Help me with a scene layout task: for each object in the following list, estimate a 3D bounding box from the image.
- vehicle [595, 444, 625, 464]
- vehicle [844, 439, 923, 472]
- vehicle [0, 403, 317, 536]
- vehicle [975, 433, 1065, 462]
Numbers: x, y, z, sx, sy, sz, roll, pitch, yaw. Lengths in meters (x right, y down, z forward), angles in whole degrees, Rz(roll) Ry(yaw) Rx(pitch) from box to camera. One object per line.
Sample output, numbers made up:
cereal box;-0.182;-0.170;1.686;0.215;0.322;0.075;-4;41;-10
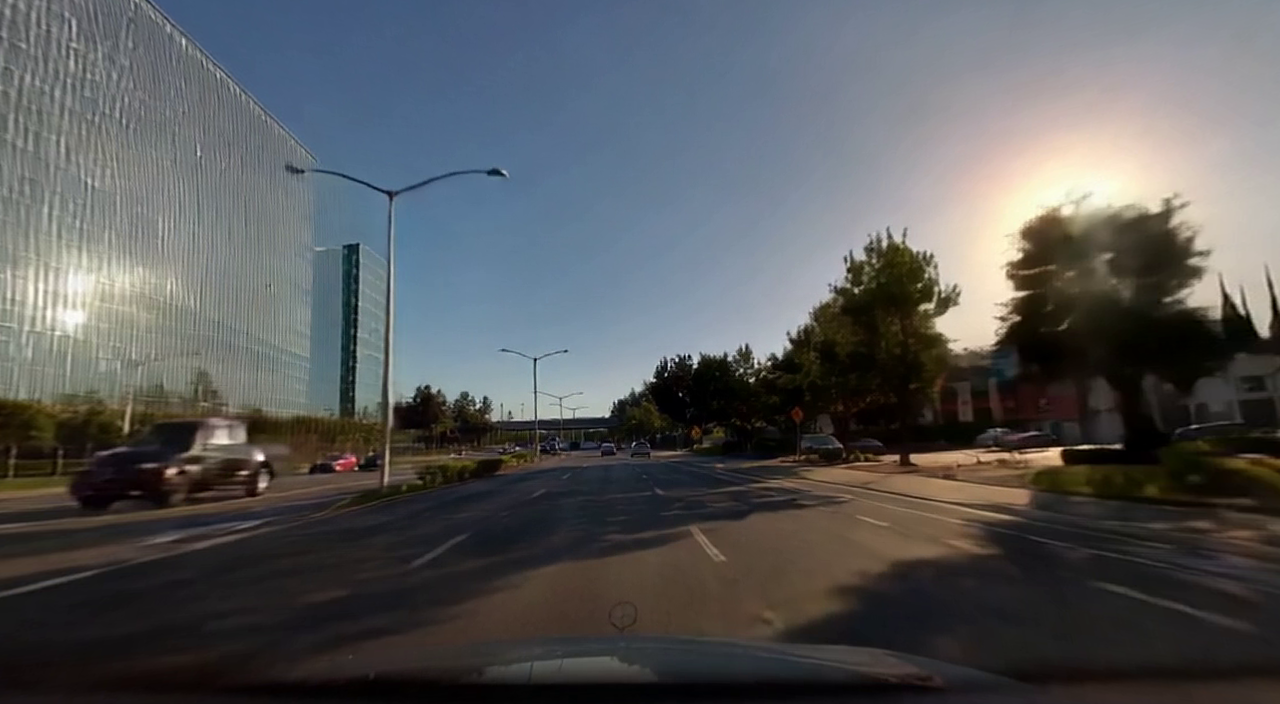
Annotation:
vehicle;-2.250;7.525;46.782;2.080;1.445;4.096;0;-8;-3
vehicle;12.407;5.293;32.496;2.024;1.575;4.498;0;-8;-4
vehicle;-9.074;2.279;12.604;2.631;1.990;5.787;0;-10;-5
vehicle;24.771;6.239;41.279;4.463;1.786;2.110;0;-8;-1
